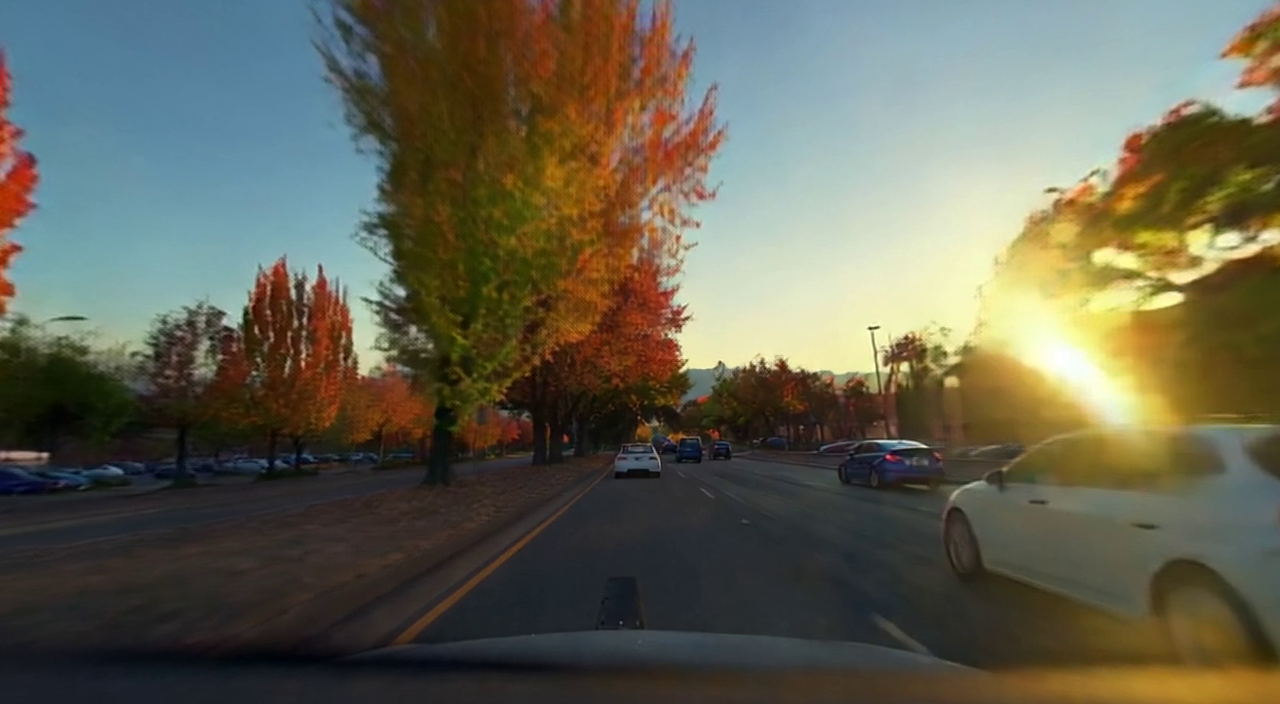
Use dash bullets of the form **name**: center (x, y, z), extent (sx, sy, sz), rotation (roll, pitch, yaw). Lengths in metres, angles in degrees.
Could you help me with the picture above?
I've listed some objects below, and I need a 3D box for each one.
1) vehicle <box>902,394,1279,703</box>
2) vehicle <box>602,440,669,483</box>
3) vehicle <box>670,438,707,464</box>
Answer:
- **vehicle**: center (3.677, 1.132, 4.025), extent (2.094, 1.480, 4.323), rotation (0, -9, -1)
- **vehicle**: center (-0.182, 4.091, 23.975), extent (2.289, 1.471, 4.477), rotation (0, -8, -1)
- **vehicle**: center (3.455, 7.141, 45.726), extent (2.188, 1.760, 4.297), rotation (0, -8, -1)
